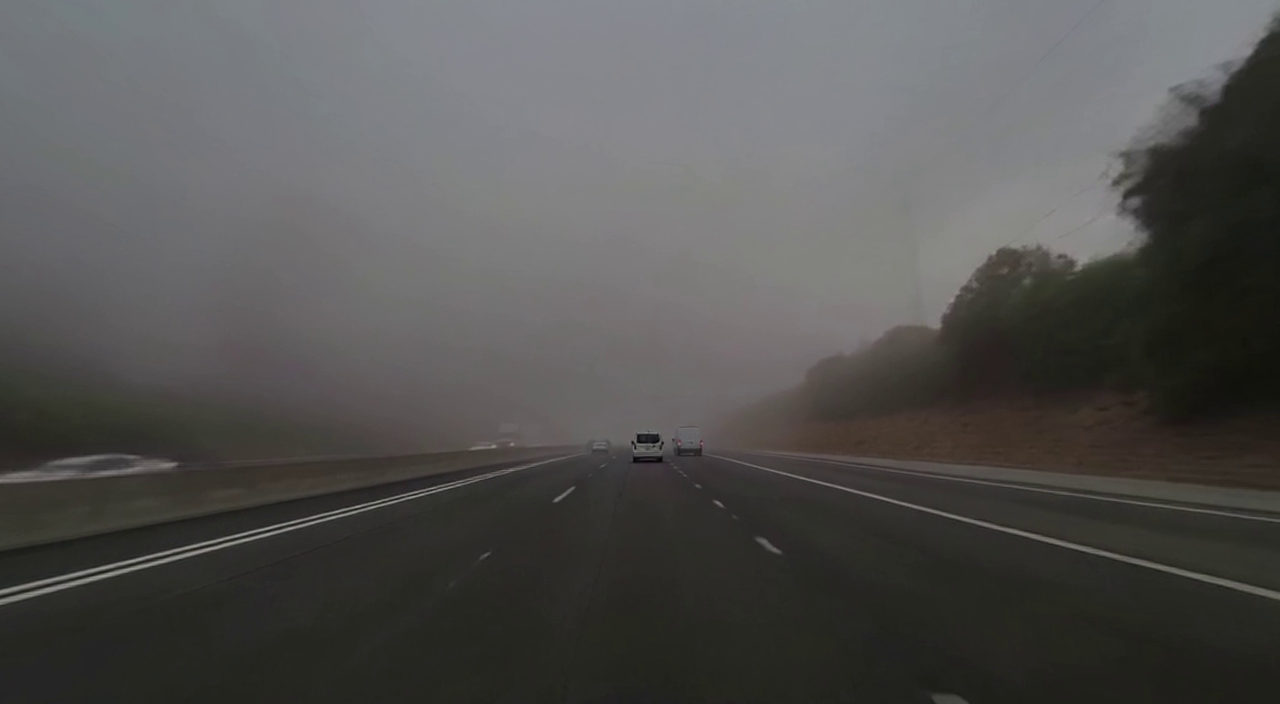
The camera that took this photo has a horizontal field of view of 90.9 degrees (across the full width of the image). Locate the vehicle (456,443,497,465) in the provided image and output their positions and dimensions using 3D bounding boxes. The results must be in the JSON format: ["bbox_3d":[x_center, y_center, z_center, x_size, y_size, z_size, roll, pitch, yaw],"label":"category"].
[{"bbox_3d":[-11.816,7.359,45.800,1.872,1.450,4.016,0,-8,1],"label":"vehicle"}]

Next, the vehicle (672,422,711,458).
[{"bbox_3d":[3.711,6.497,46.644,2.348,2.429,5.172,0,-8,-1],"label":"vehicle"}]

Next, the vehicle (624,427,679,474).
[{"bbox_3d":[0.429,4.174,27.001,2.159,1.811,4.238,0,-8,-1],"label":"vehicle"}]
